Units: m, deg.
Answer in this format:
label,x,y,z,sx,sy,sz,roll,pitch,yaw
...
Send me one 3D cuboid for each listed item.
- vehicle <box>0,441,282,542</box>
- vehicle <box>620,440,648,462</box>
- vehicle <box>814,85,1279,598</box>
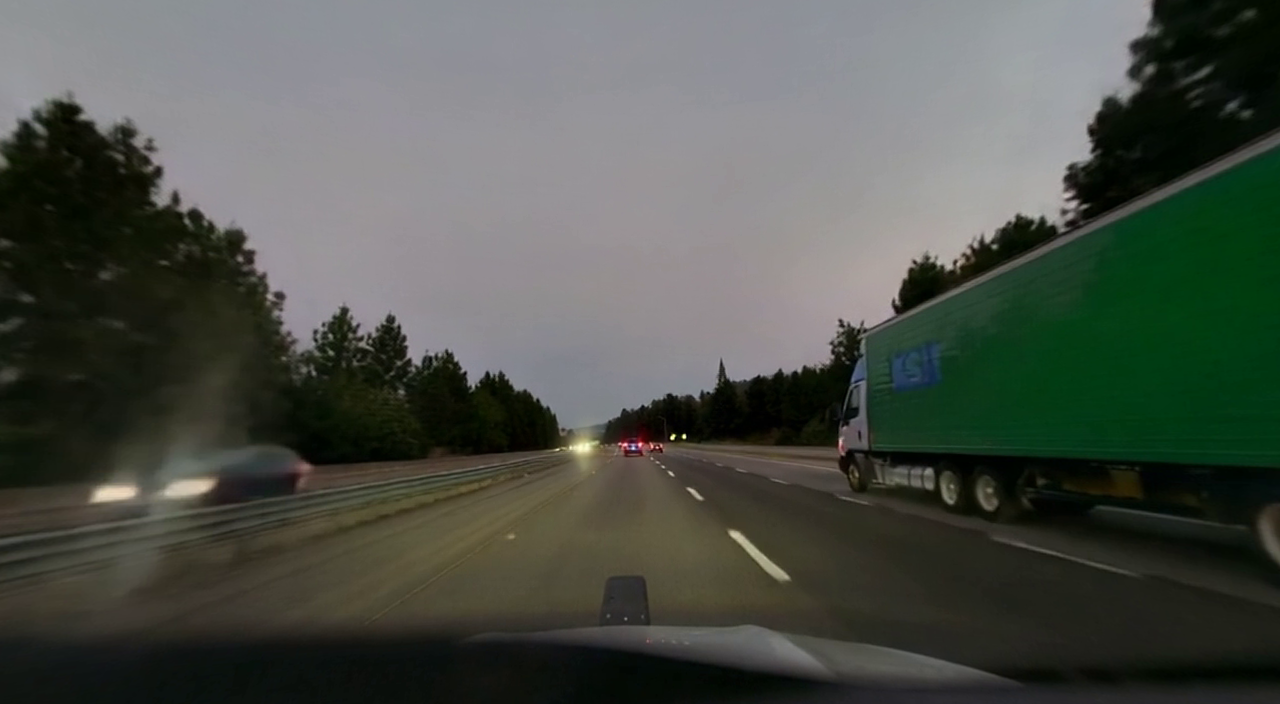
label,x,y,z,sx,sy,sz,roll,pitch,yaw
vehicle,-9.411,2.556,12.375,1.935,1.569,4.778,0,-8,-1
vehicle,-0.469,7.735,49.333,2.121,1.590,4.434,0,-8,0
vehicle,6.915,0.550,9.379,3.479,4.156,17.231,0,-9,-1
